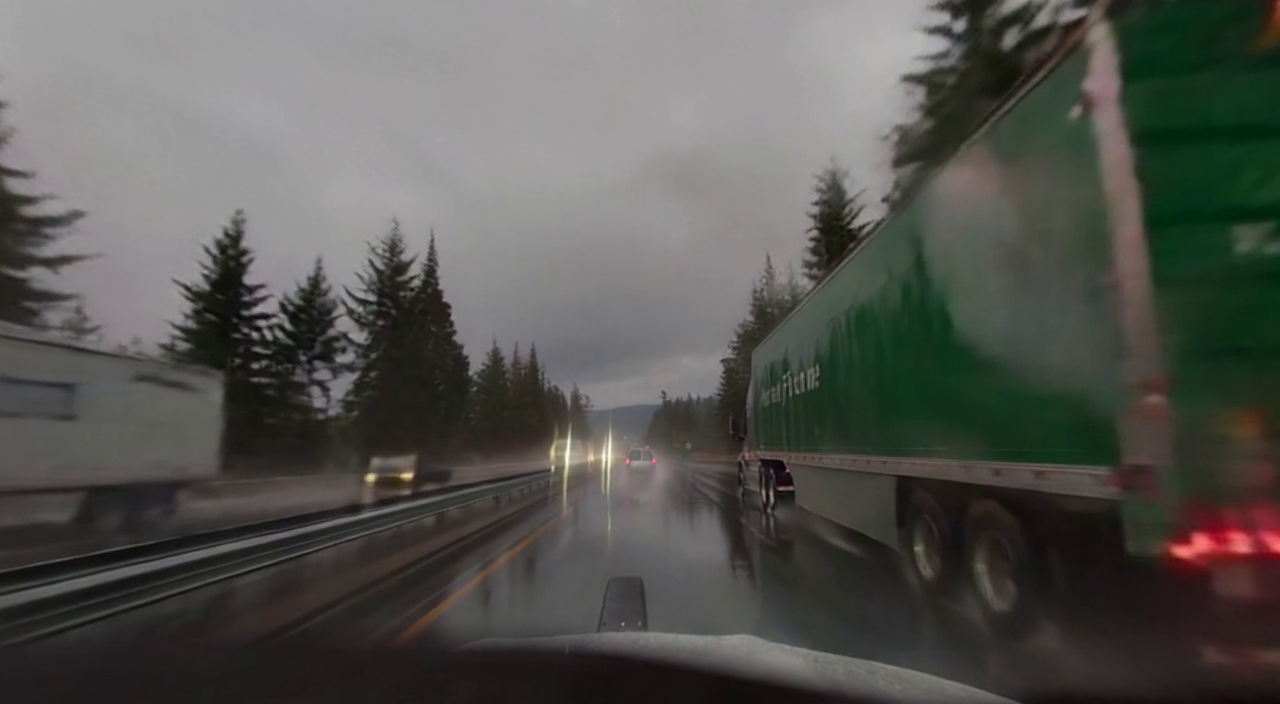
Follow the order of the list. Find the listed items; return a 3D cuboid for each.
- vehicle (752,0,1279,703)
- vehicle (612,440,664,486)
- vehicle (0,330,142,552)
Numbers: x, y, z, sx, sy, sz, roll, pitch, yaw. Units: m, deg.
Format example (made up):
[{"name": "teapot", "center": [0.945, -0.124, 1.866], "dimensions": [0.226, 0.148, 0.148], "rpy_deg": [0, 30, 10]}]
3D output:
[{"name": "vehicle", "center": [4.367, 0.794, 9.400], "dimensions": [3.030, 3.985, 12.707], "rpy_deg": [0, -9, 0]}, {"name": "vehicle", "center": [-0.090, 4.874, 27.850], "dimensions": [2.105, 1.865, 4.102], "rpy_deg": [0, -9, 0]}, {"name": "vehicle", "center": [-13.386, 1.036, 7.816], "dimensions": [3.256, 4.016, 13.586], "rpy_deg": [0, -9, 0]}]
